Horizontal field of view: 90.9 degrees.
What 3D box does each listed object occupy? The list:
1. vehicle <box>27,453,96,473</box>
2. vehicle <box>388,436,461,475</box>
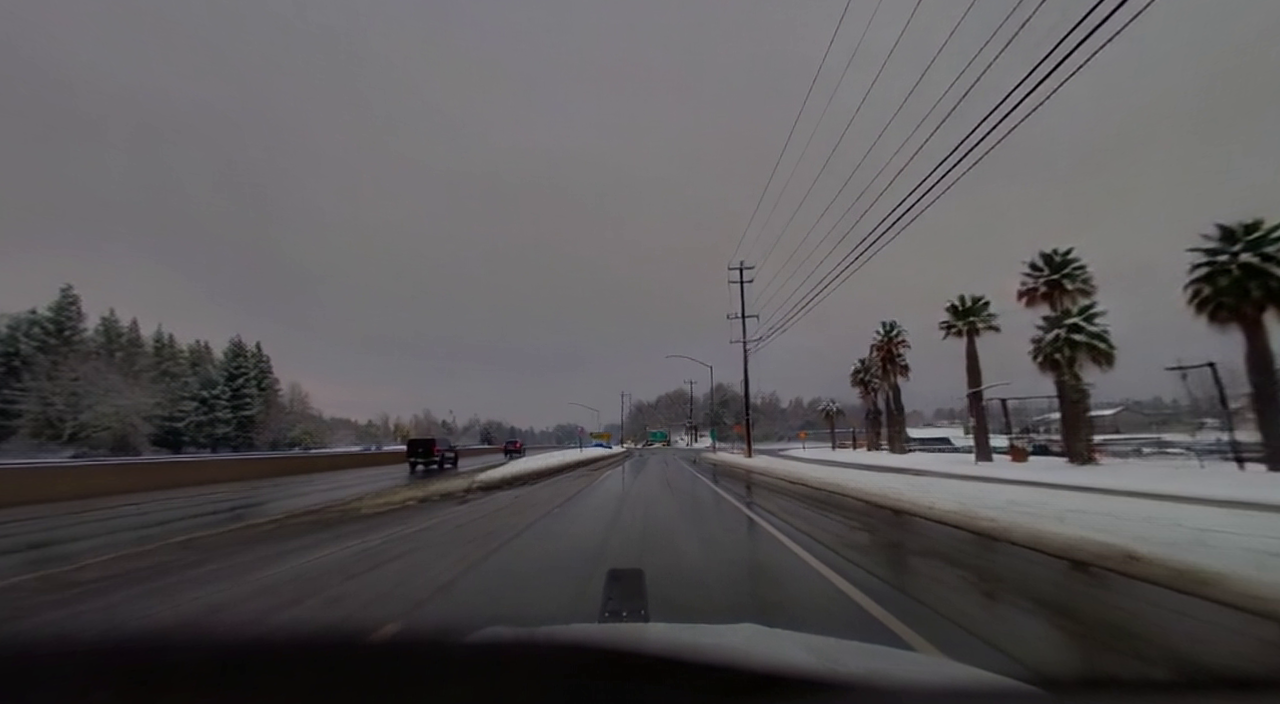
[{"bbox_3d":[-44.011,8.424,48.091,1.719,1.408,4.170,1,-9,-8],"label":"vehicle"},{"bbox_3d":[-9.526,4.598,28.222,2.029,1.609,3.935,1,-8,-3],"label":"vehicle"}]
